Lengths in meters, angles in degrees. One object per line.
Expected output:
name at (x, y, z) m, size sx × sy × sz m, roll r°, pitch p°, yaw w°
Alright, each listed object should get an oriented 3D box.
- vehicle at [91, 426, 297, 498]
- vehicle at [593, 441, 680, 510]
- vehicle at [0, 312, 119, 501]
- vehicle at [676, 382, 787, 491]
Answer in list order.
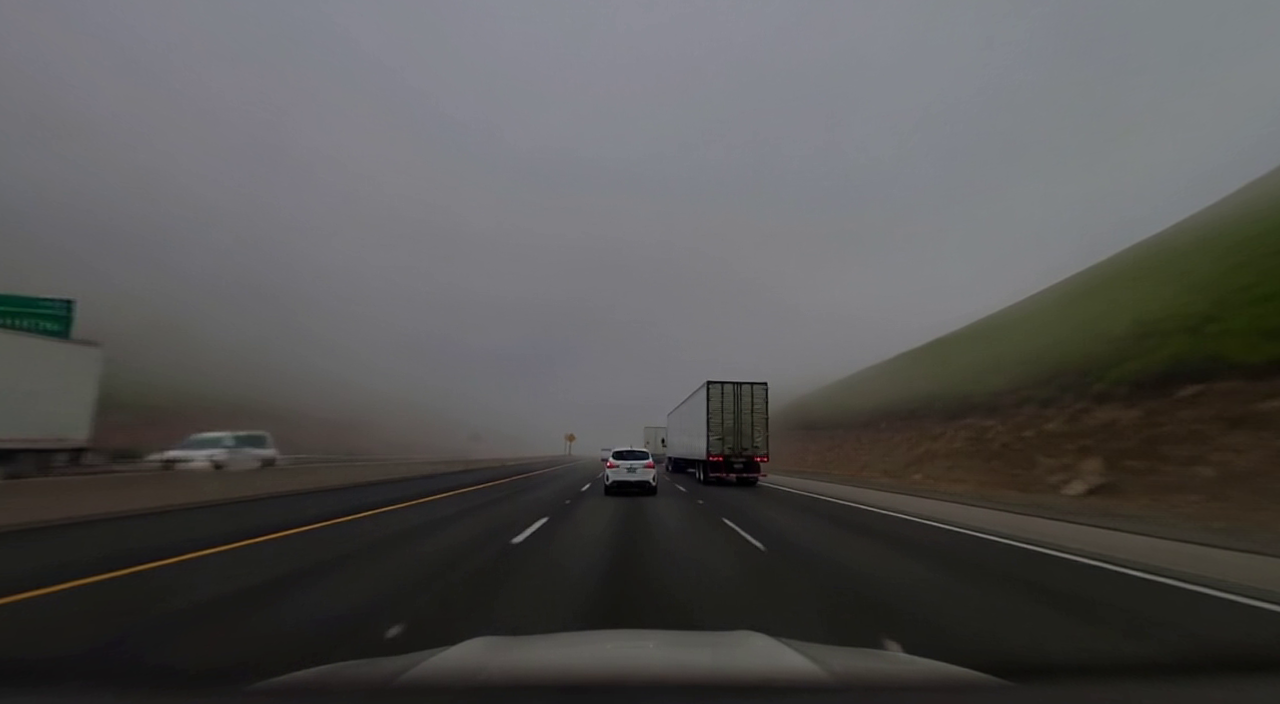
vehicle at (-11.684, 2.927, 17.090) m, size 2.105 × 1.656 × 4.746 m, roll 0°, pitch -9°, yaw 0°
vehicle at (-0.116, 3.284, 17.204) m, size 2.109 × 1.639 × 3.768 m, roll 0°, pitch -9°, yaw -1°
vehicle at (-15.228, 0.469, 9.118) m, size 2.920 × 4.044 × 14.872 m, roll 0°, pitch -9°, yaw -1°
vehicle at (3.801, 4.210, 30.520) m, size 2.812 × 4.024 × 14.098 m, roll 0°, pitch -9°, yaw -2°
